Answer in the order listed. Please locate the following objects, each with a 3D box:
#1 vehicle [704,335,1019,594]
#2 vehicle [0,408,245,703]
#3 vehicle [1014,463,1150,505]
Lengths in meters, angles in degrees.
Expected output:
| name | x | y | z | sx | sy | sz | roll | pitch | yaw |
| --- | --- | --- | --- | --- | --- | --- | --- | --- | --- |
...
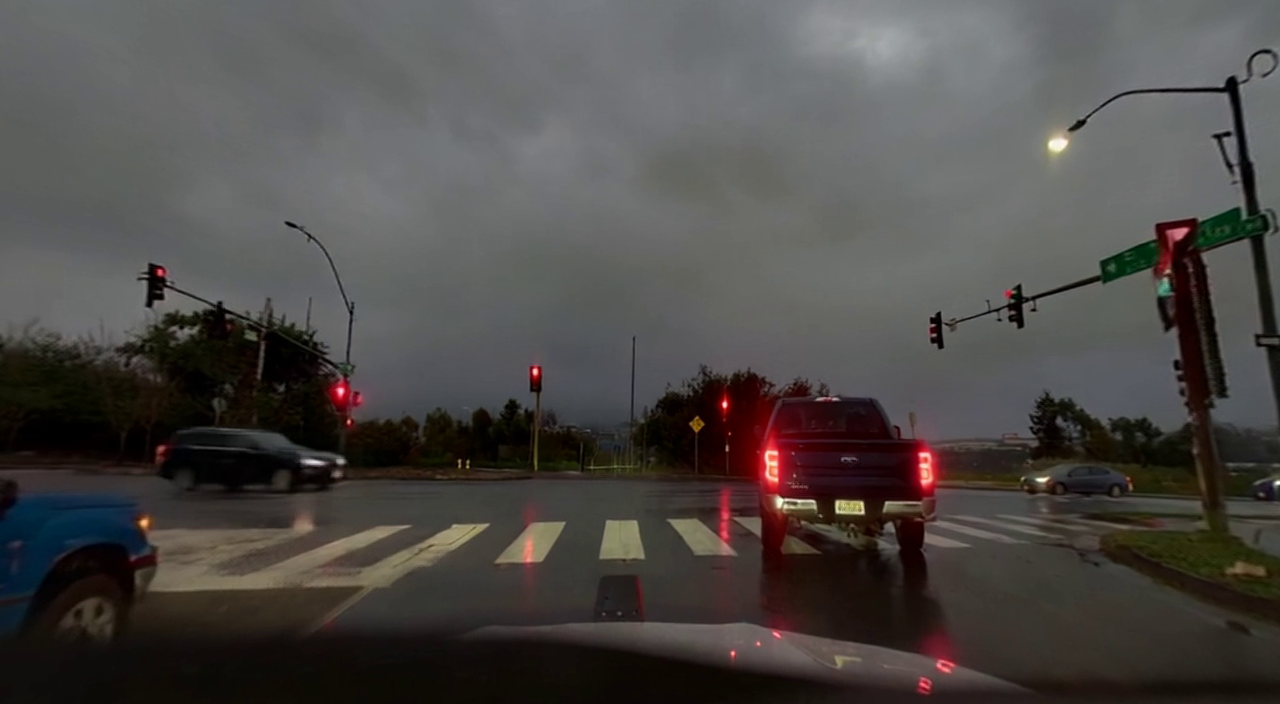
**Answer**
| name | x | y | z | sx | sy | sz | roll | pitch | yaw |
| --- | --- | --- | --- | --- | --- | --- | --- | --- | --- |
| vehicle | 2.644 | 1.496 | 9.106 | 2.851 | 2.400 | 5.978 | -2 | -9 | 11 |
| vehicle | -4.050 | 0.957 | 2.623 | 1.913 | 1.491 | 4.547 | 0 | -9 | -1 |
| vehicle | 19.280 | 5.761 | 27.639 | 4.356 | 1.498 | 1.957 | -3 | -8 | 2 |
